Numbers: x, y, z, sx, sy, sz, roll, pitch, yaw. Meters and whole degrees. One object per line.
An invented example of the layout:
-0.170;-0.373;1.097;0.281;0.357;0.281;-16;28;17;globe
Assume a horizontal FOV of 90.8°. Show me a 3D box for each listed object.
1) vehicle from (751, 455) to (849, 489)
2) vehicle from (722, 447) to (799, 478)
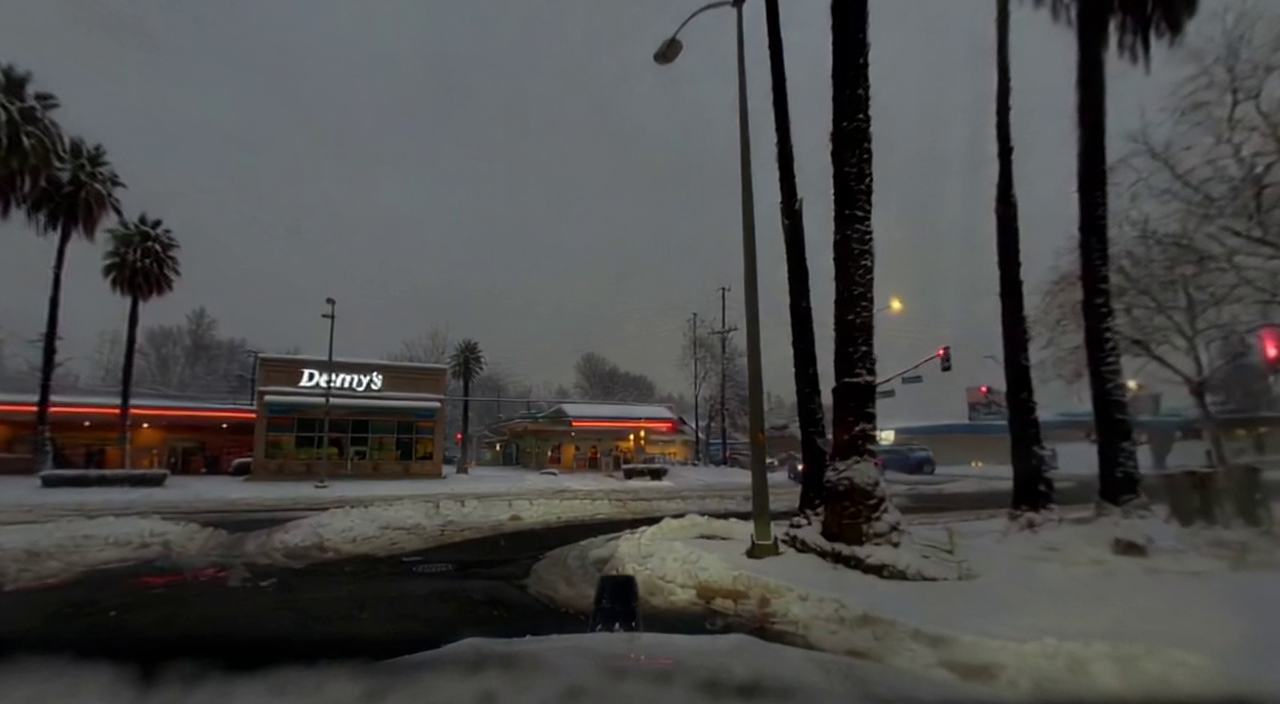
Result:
8.078;6.062;31.897;4.570;1.480;1.873;6;-10;-20;vehicle
8.405;7.641;43.957;4.880;1.754;2.202;2;-4;-25;vehicle
